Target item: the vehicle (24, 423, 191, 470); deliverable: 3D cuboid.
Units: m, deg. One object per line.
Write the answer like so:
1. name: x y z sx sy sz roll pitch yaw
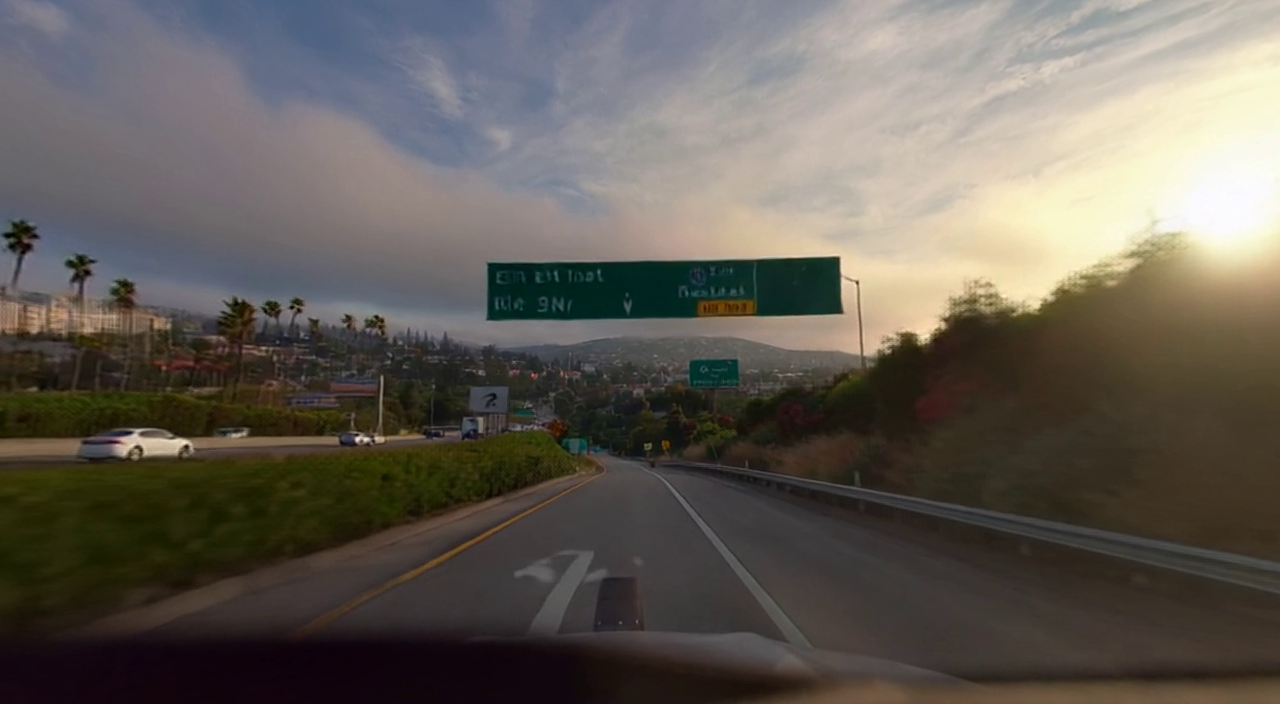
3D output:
1. vehicle: -18.328 3.327 22.124 1.931 1.451 4.683 0 -9 -3
